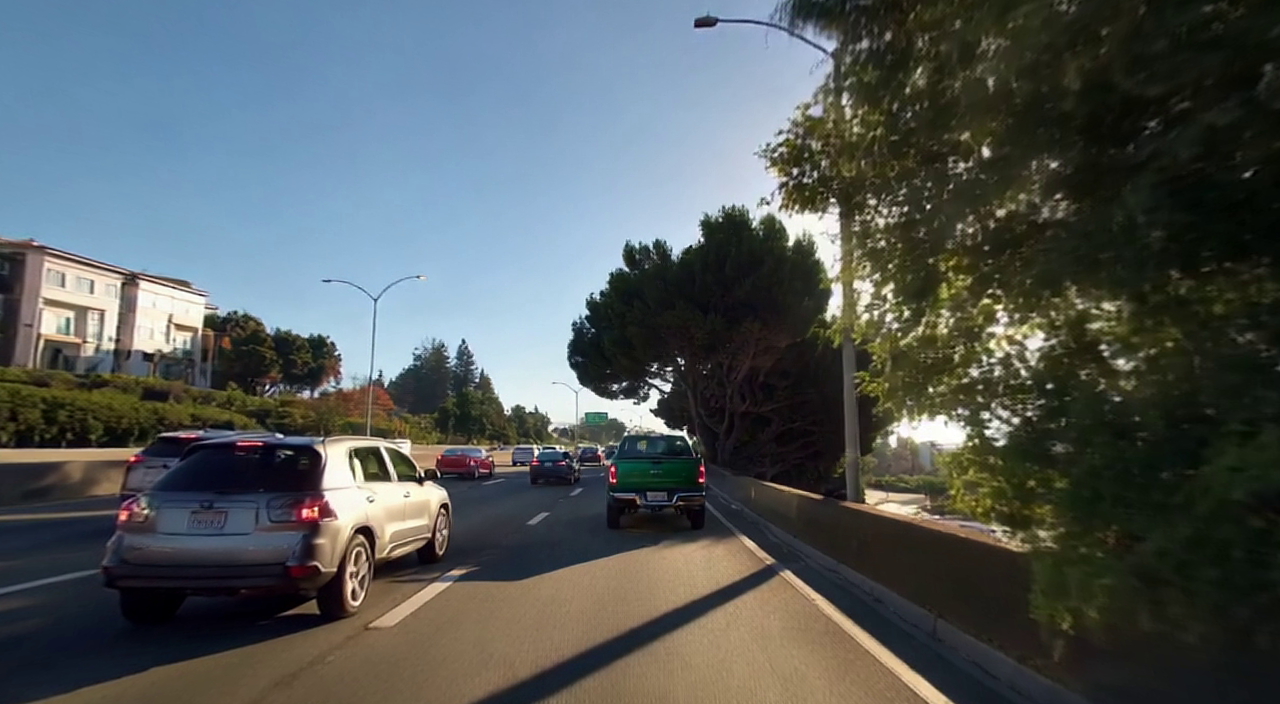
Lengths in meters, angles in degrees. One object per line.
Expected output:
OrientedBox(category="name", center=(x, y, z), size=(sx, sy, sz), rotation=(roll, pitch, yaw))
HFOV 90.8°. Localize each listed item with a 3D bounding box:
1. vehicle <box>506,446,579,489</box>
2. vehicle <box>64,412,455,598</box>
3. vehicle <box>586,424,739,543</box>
OrientedBox(category="vehicle", center=(-3.550, 4.288, 23.878), size=(1.868, 1.470, 4.105), rotation=(-1, -9, 4))
OrientedBox(category="vehicle", center=(-4.174, 1.734, 8.061), size=(2.076, 1.688, 4.334), rotation=(-1, -9, 4))
OrientedBox(category="vehicle", center=(0.386, 2.265, 11.543), size=(2.235, 1.716, 4.435), rotation=(-1, -8, 2))
